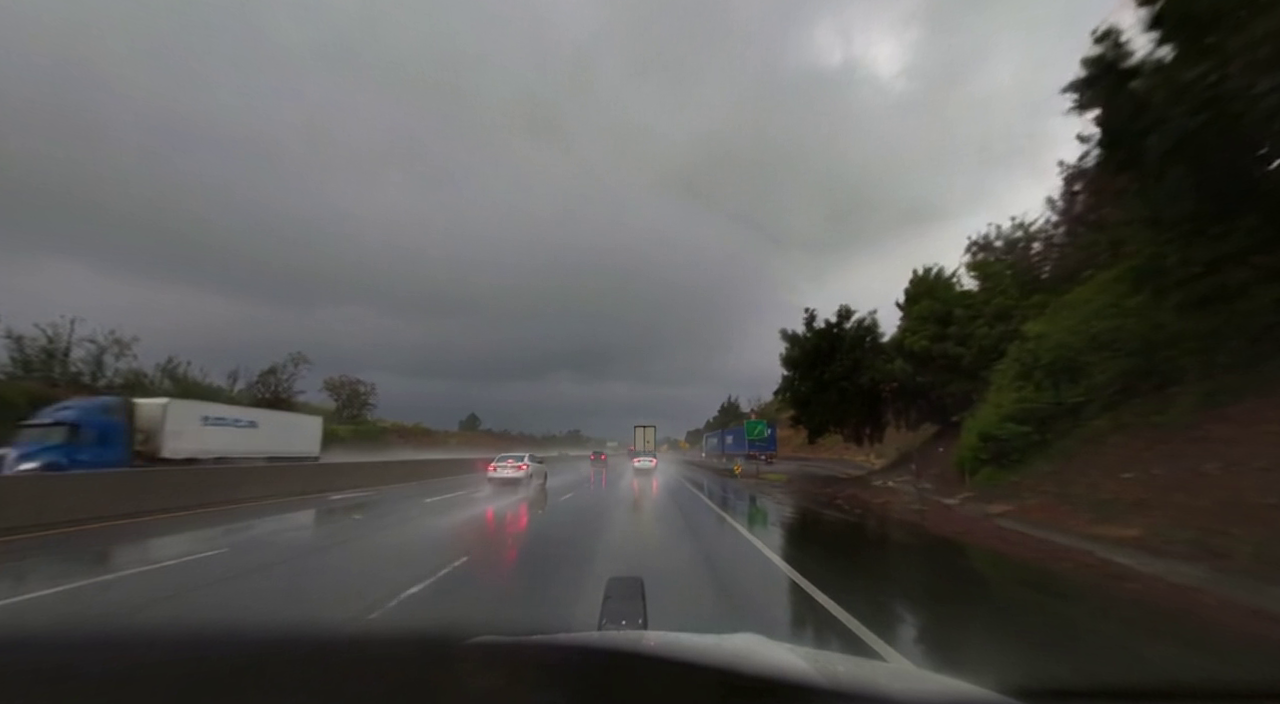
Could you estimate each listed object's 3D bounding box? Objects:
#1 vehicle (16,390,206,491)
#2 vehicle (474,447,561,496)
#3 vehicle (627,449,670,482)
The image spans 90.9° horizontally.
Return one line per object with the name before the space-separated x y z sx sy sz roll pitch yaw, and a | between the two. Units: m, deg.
vehicle | -23.084 3.971 28.072 2.981 3.978 5.937 0 -9 0
vehicle | -4.053 4.027 21.642 2.018 1.504 4.431 0 -9 1
vehicle | 0.375 5.479 30.622 1.991 1.507 3.391 0 -9 0
